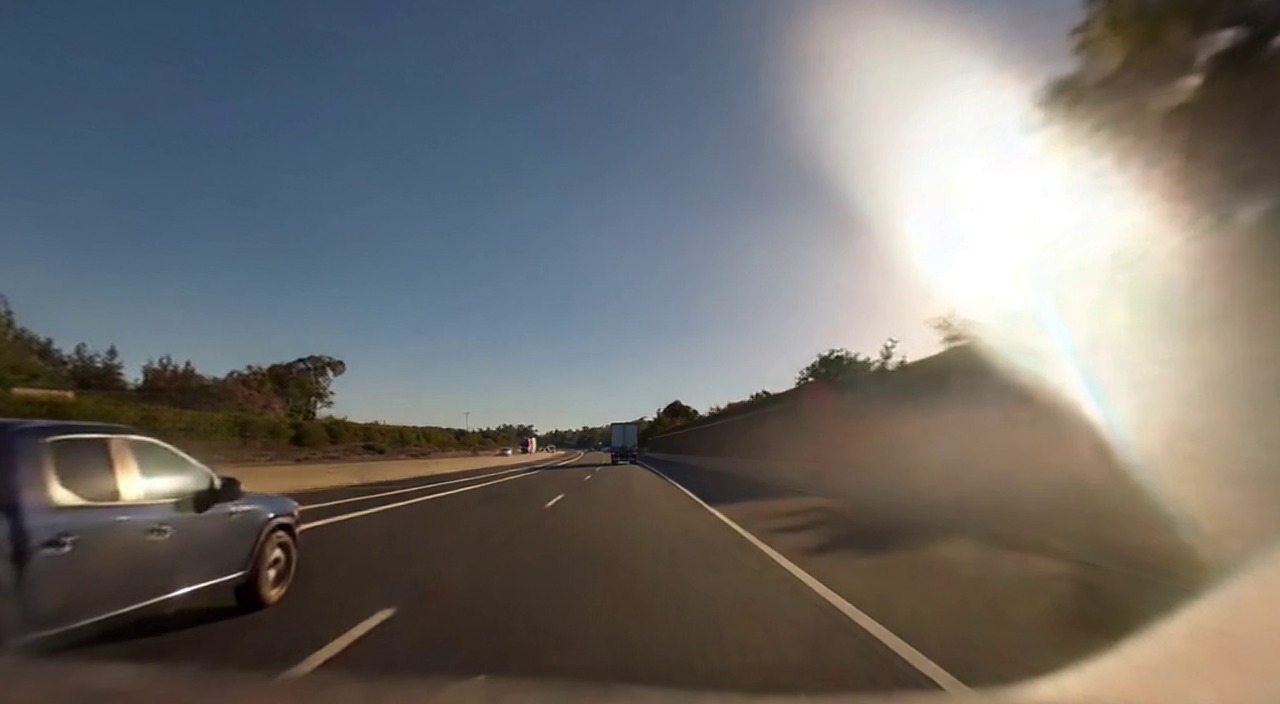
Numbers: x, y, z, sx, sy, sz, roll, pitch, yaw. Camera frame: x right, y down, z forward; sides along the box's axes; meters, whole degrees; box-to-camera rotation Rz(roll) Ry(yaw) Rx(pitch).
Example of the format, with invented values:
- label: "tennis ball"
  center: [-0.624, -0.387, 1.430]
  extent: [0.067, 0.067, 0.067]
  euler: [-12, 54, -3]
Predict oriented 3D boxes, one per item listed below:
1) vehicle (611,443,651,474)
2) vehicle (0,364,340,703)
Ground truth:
- label: "vehicle"
  center: [-0.530, 6.299, 37.240]
  extent: [2.230, 1.715, 4.243]
  euler: [0, -9, -1]
- label: "vehicle"
  center: [-3.979, 1.019, 3.616]
  extent: [2.181, 1.653, 4.691]
  euler: [0, -9, 0]
